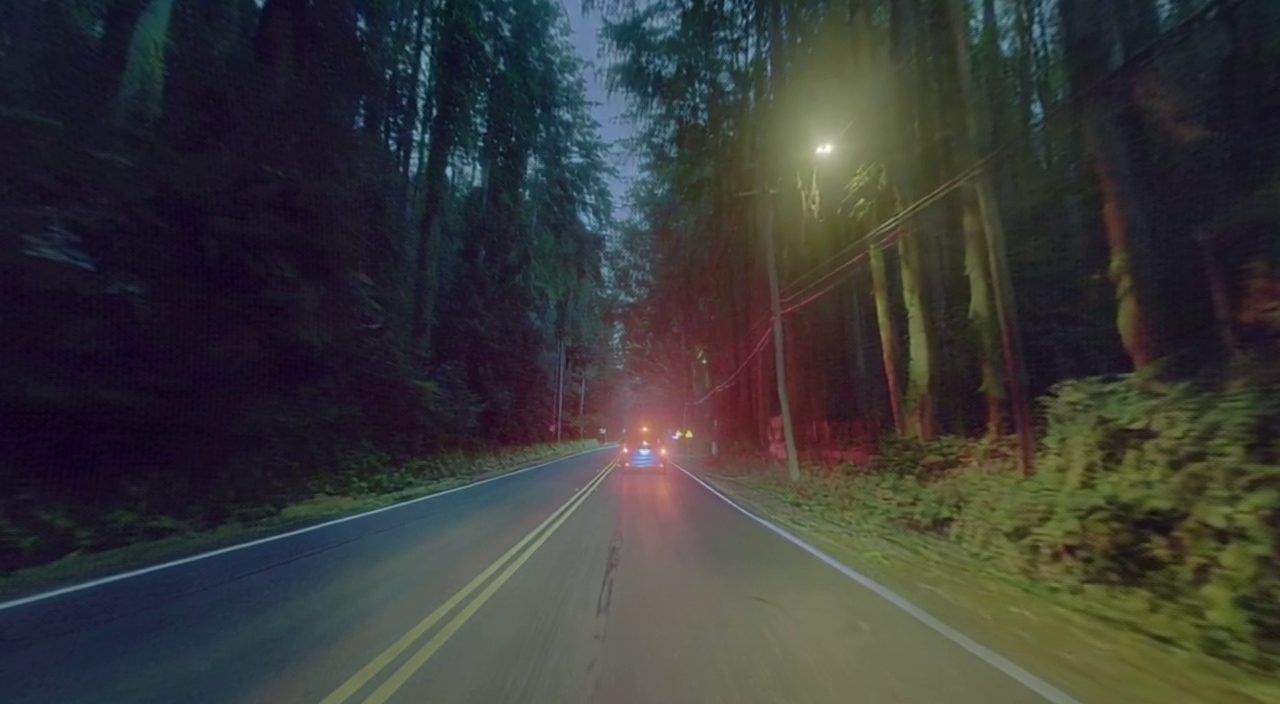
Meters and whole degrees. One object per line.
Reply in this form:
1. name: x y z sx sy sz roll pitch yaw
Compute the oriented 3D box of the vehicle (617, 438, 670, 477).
1. vehicle: 0.108 4.451 26.744 2.081 1.503 3.726 0 -8 -1
